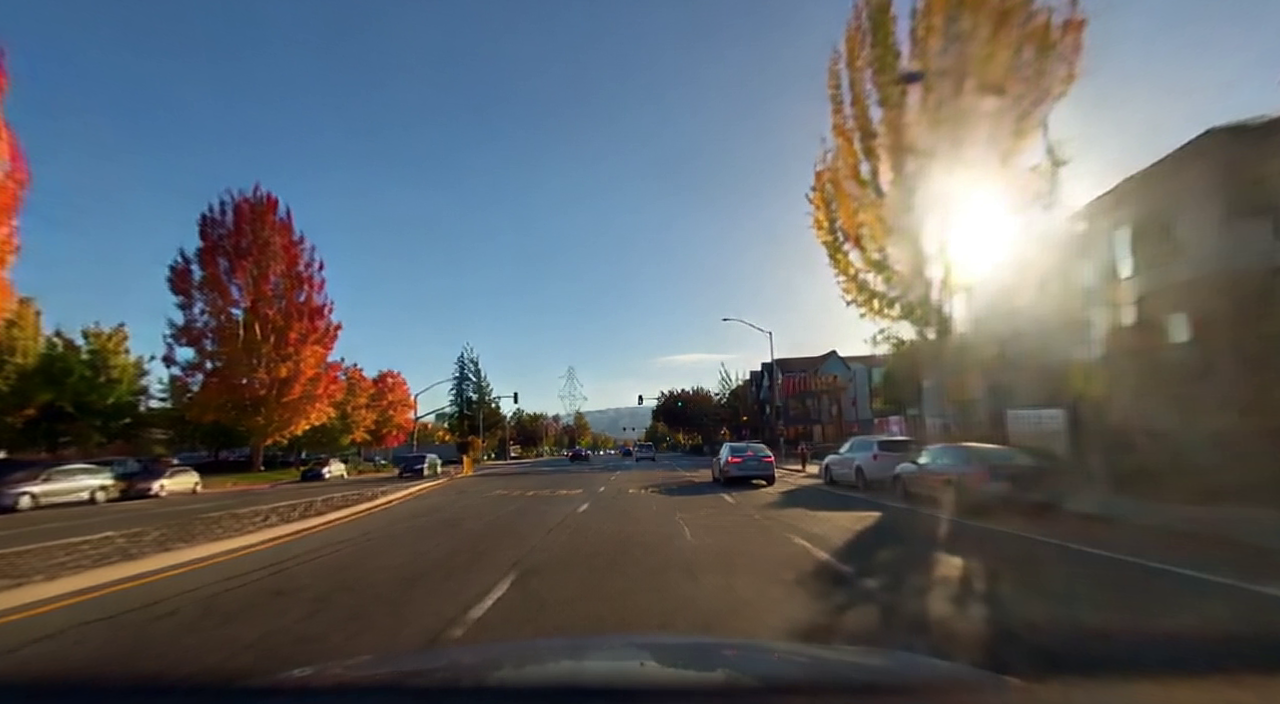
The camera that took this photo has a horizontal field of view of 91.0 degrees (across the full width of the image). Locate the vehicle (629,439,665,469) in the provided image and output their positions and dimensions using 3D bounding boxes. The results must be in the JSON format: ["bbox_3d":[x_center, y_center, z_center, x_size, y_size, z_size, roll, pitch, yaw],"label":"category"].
[{"bbox_3d":[0.413,6.788,42.045,2.239,1.856,4.815,-1,-9,0],"label":"vehicle"}]

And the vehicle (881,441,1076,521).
[{"bbox_3d":[7.256,2.777,14.157,1.928,1.480,4.464,-1,-9,1],"label":"vehicle"}]

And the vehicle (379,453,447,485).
[{"bbox_3d":[-12.047,6.228,33.721,1.988,1.508,4.650,0,-9,-1],"label":"vehicle"}]

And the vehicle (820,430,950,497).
[{"bbox_3d":[7.449,3.439,19.839,2.128,1.804,4.825,0,-9,0],"label":"vehicle"}]

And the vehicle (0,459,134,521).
[{"bbox_3d":[-21.988,4.981,23.218,2.142,1.900,5.489,0,-9,-1],"label":"vehicle"}]

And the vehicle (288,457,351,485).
[{"bbox_3d":[-22.038,8.191,43.522,1.915,1.686,4.422,-1,-9,2],"label":"vehicle"}]

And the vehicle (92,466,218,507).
[{"bbox_3d":[-22.038,6.115,28.924,1.930,1.542,4.817,-1,-9,0],"label":"vehicle"}]

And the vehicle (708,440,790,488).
[{"bbox_3d":[3.854,4.034,23.007,2.178,1.546,4.311,0,-9,0],"label":"vehicle"}]
